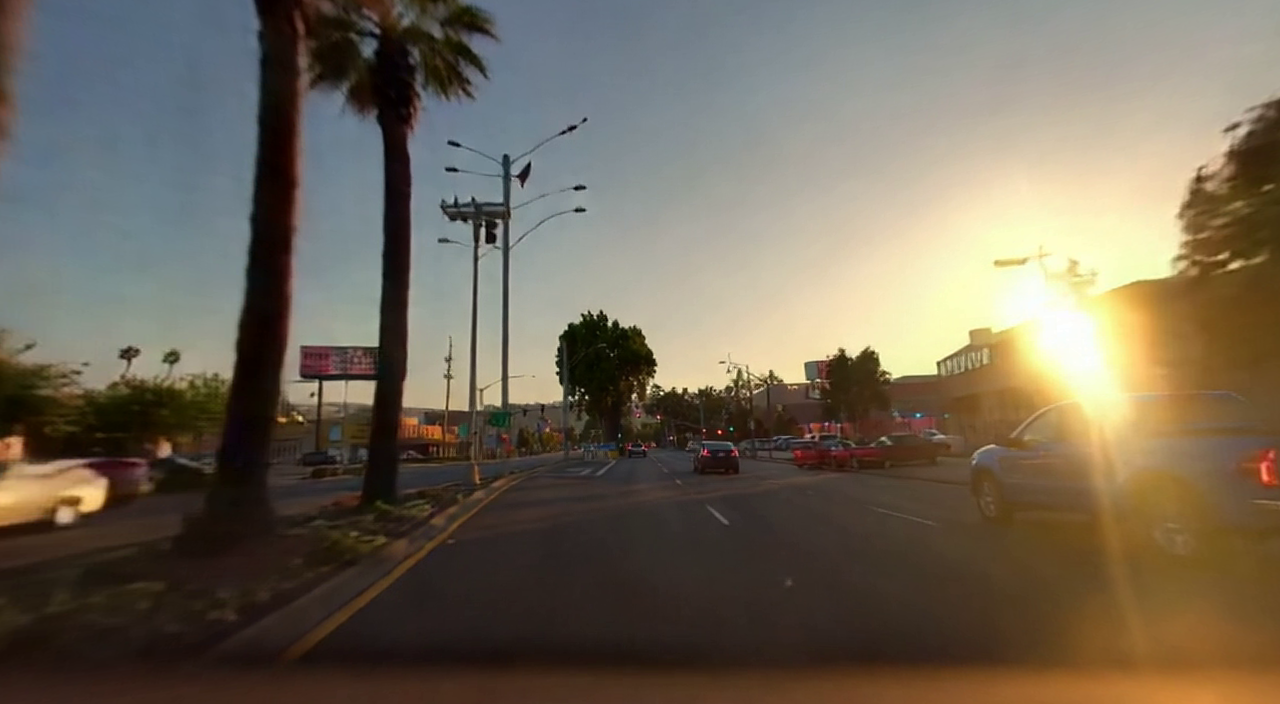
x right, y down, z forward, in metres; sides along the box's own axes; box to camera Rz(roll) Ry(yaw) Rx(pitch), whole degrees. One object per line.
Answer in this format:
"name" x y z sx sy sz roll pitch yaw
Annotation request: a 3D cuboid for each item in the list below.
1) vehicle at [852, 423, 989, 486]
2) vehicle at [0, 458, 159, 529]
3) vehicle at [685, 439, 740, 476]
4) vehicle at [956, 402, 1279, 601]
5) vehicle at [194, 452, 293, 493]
"vehicle" 10.420 3.890 24.208 2.417 2.061 5.980 0 -9 -1
"vehicle" -15.324 3.522 16.144 2.174 1.509 4.958 -1 -9 0
"vehicle" 3.231 4.828 29.076 1.889 1.541 4.303 0 -9 -2
"vehicle" 6.294 1.598 7.632 2.140 1.606 5.437 0 -9 0
"vehicle" -19.004 5.772 30.580 1.913 1.679 4.543 -3 -9 0
